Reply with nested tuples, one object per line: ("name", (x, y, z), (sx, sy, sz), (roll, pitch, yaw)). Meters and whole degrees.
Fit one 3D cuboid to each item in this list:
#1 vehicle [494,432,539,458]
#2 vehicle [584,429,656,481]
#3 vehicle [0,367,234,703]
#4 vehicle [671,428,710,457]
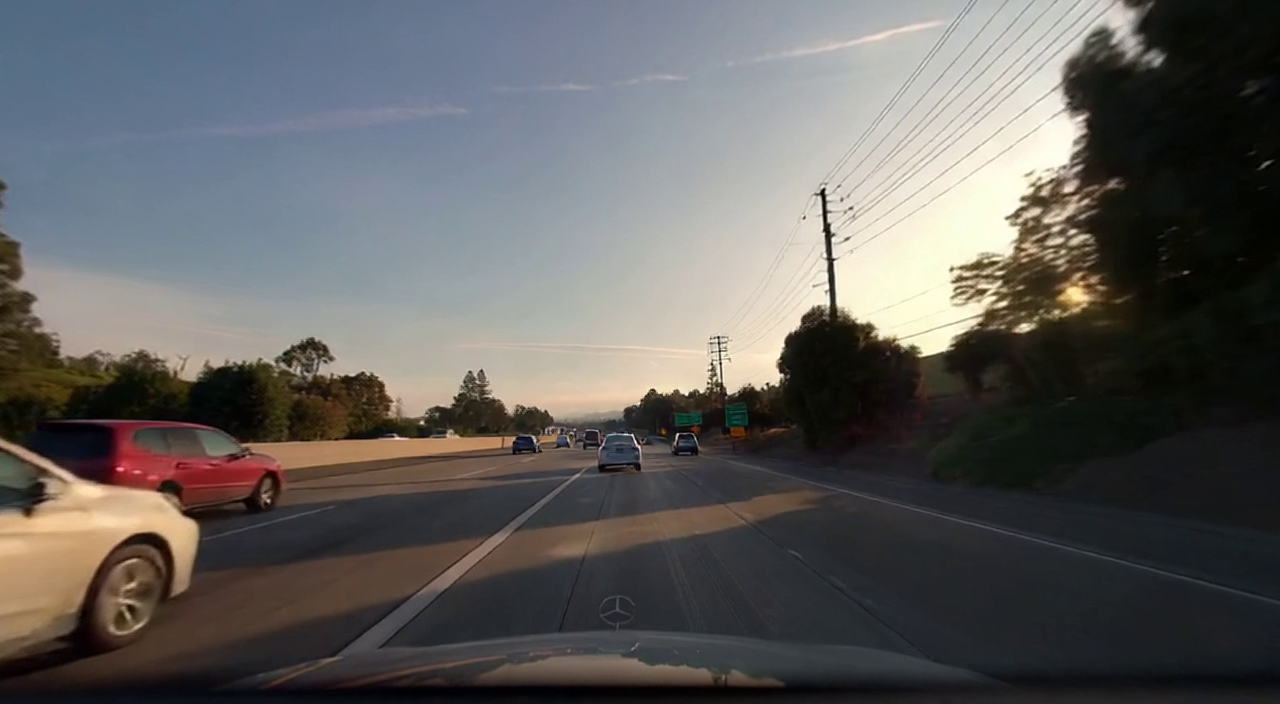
("vehicle", (-7.705, 5.812, 39.582), (1.992, 1.494, 4.133), (0, -8, 0))
("vehicle", (-0.615, 3.206, 20.027), (2.086, 1.488, 3.440), (0, -8, -1))
("vehicle", (-3.830, 0.778, 2.117), (1.901, 1.601, 4.610), (0, -8, -1))
("vehicle", (3.100, 5.660, 39.431), (1.950, 1.695, 4.446), (0, -8, -2))
